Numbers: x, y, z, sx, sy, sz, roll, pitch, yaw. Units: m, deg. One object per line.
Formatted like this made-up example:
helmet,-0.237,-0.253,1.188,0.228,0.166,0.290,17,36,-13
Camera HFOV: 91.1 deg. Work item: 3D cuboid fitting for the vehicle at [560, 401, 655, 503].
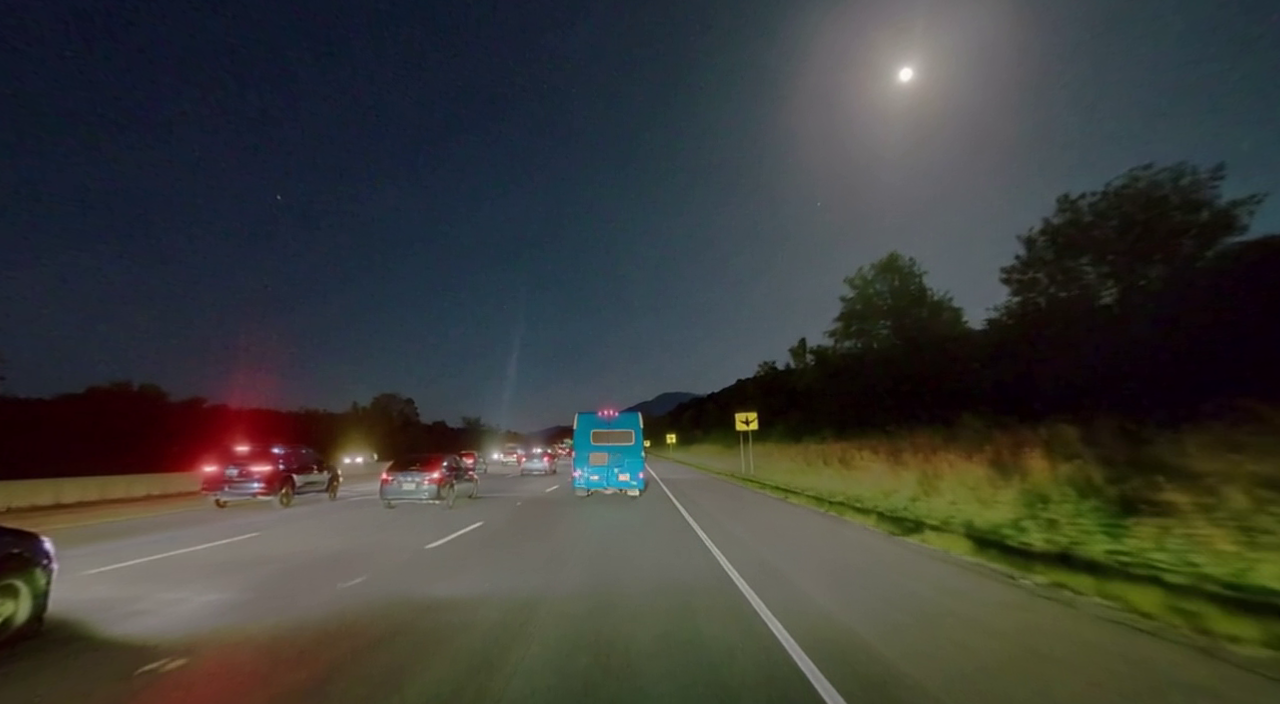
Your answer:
vehicle,-0.835,2.934,18.616,2.394,2.556,5.232,0,-9,0

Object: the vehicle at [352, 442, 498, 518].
vehicle,-4.671,2.821,14.353,1.876,1.438,4.072,0,-9,0

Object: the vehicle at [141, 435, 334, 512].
vehicle,-9.708,2.947,15.692,2.010,1.621,4.252,0,-9,-1

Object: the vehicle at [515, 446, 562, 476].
vehicle,-5.240,5.662,32.799,1.872,1.480,3.545,0,-9,0
